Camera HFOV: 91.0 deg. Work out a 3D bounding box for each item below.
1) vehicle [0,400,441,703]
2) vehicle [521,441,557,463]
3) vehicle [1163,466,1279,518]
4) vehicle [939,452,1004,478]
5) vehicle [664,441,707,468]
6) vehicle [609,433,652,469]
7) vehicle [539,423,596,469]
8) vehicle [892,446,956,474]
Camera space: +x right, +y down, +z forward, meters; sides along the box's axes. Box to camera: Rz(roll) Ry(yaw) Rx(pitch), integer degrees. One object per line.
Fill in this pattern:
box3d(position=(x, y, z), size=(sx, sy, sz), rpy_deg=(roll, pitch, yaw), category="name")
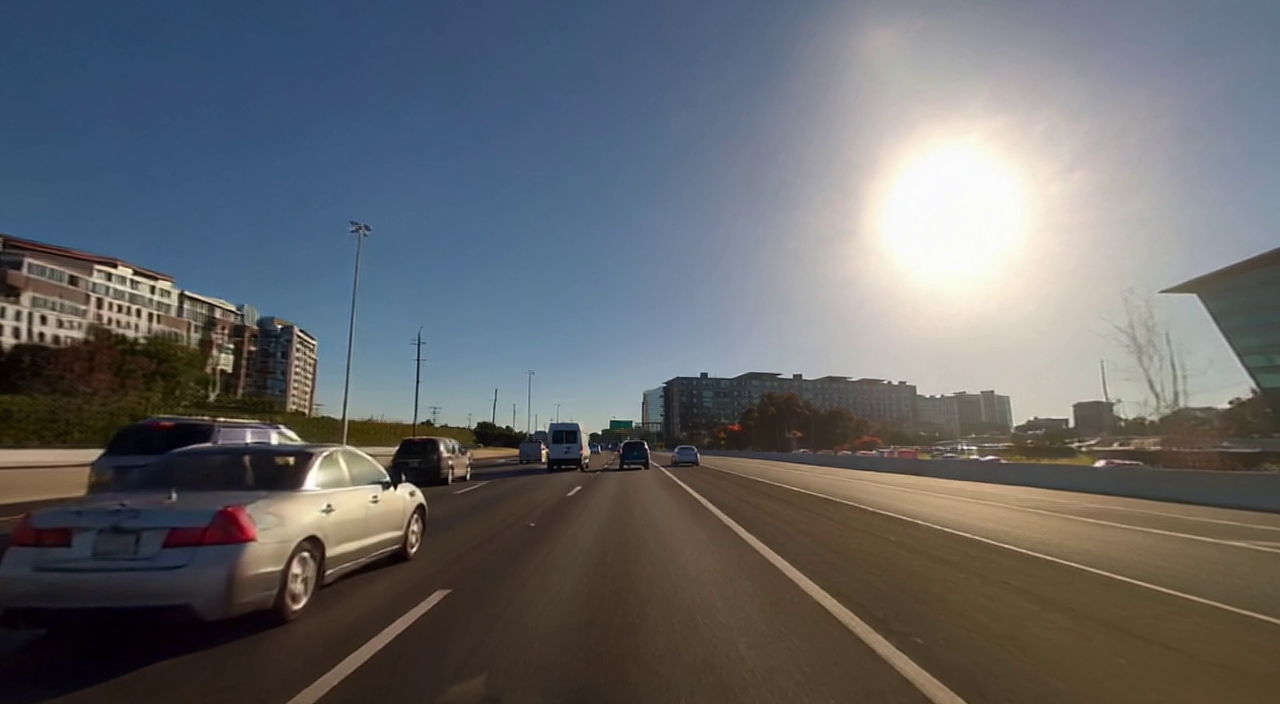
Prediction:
box3d(position=(-3.320, 1.306, 5.157), size=(1.963, 1.507, 4.172), rpy_deg=(0, -9, 1), category="vehicle")
box3d(position=(-7.264, 7.217, 45.573), size=(1.902, 1.470, 3.851), rpy_deg=(0, -9, 0), category="vehicle")
box3d(position=(20.957, 4.748, 21.704), size=(1.896, 1.474, 4.502), rpy_deg=(0, -9, -1), category="vehicle")
box3d(position=(20.818, 7.114, 39.768), size=(1.789, 1.531, 3.983), rpy_deg=(1, -9, -2), category="vehicle")
box3d(position=(2.701, 6.205, 38.309), size=(2.127, 1.513, 4.501), rpy_deg=(0, -9, -2), category="vehicle")
box3d(position=(-0.512, 5.460, 34.776), size=(2.207, 1.807, 4.199), rpy_deg=(0, -9, -1), category="vehicle")
box3d(position=(-3.828, 5.178, 34.663), size=(2.504, 2.276, 5.933), rpy_deg=(0, -9, -1), category="vehicle")
box3d(position=(20.685, 7.848, 46.073), size=(2.083, 1.873, 5.209), rpy_deg=(0, -9, -2), category="vehicle")
